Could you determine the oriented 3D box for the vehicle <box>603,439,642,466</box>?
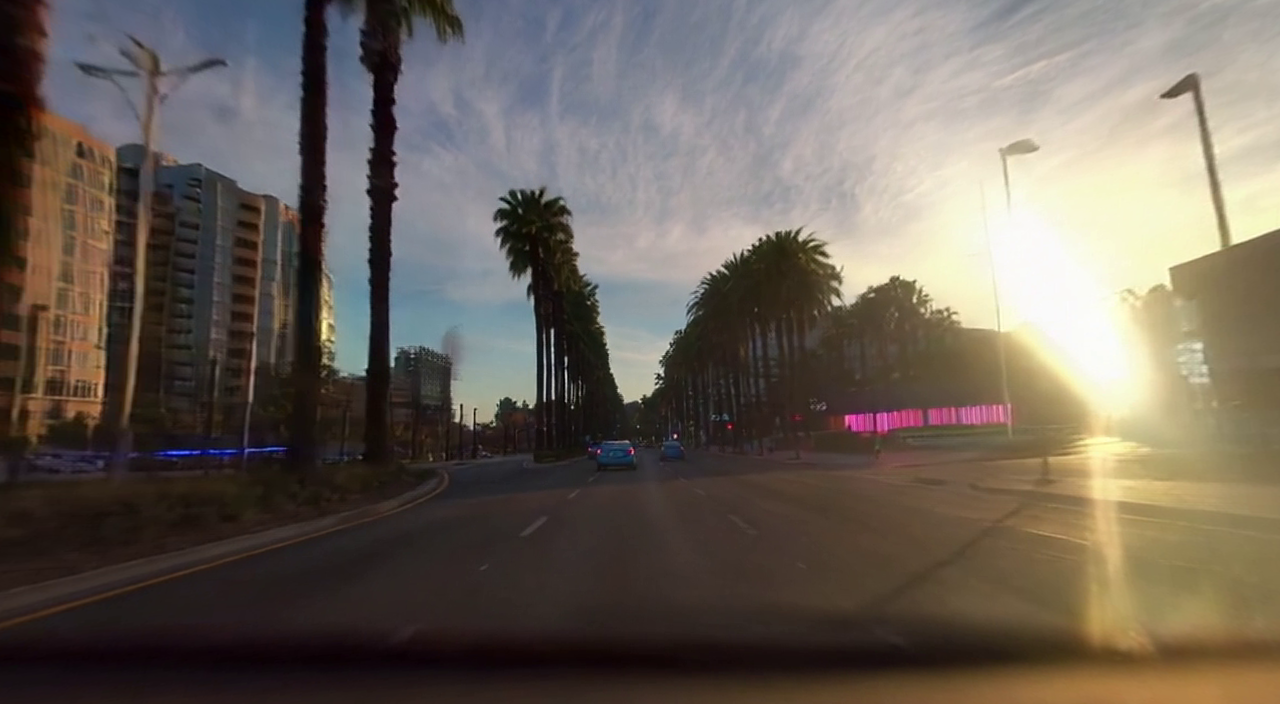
[{"bbox_3d":[-1.061,6.367,40.194,2.160,1.615,4.117,-1,-8,3],"label":"vehicle"}]
